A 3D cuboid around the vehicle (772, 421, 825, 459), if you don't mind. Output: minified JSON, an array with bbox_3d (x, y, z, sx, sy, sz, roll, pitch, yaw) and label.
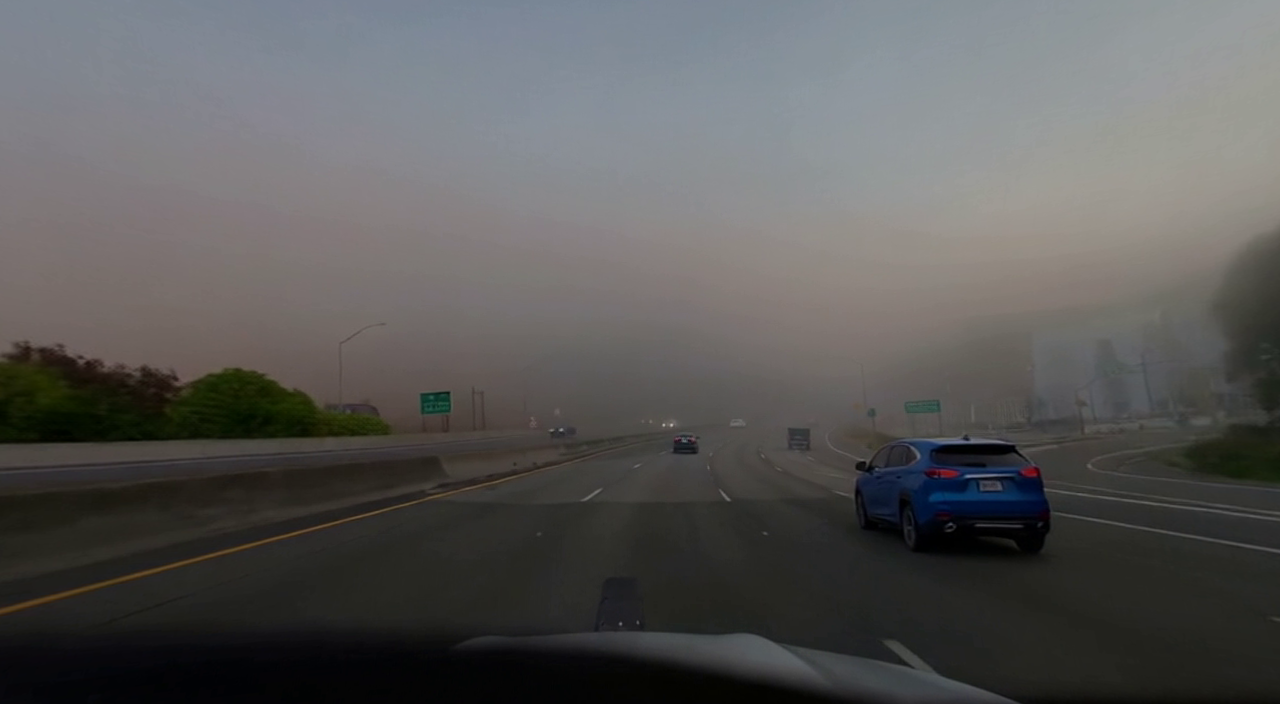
[{"bbox_3d":[10.053,5.684,40.635,2.526,2.230,6.190,-1,-9,7],"label":"vehicle"}]

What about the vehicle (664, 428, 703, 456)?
[{"bbox_3d":[2.950,6.001,42.055,2.181,1.768,4.383,-1,-9,8],"label":"vehicle"}]

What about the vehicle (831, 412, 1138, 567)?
[{"bbox_3d":[4.404,1.816,9.091,2.097,1.659,4.320,0,-9,2],"label":"vehicle"}]
